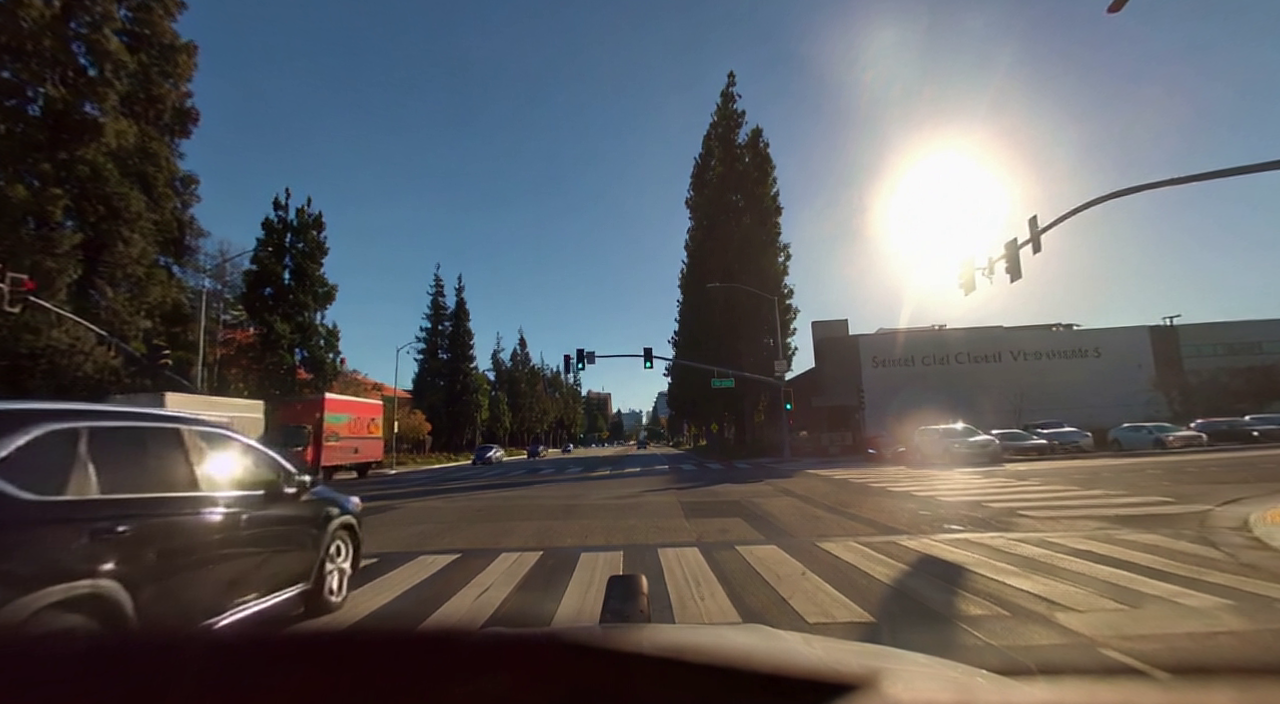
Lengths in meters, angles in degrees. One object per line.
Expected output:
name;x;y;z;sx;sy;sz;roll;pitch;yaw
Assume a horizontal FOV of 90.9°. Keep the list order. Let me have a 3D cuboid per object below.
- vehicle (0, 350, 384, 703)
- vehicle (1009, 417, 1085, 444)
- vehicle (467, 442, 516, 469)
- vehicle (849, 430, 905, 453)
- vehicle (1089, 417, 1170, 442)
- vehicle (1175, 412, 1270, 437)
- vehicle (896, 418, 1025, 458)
vehicle;-3.404;1.023;3.698;1.934;1.649;4.490;0;-8;0
vehicle;26.312;5.153;40.966;2.011;1.656;4.163;0;-8;-3
vehicle;-9.272;6.481;39.701;2.026;1.616;4.199;0;-8;1
vehicle;17.274;6.545;46.028;3.329;1.415;1.821;-5;-9;2
vehicle;31.345;5.003;40.524;1.823;1.480;4.003;0;-8;-4
vehicle;38.418;4.816;41.724;1.715;1.480;4.701;0;-8;-1
vehicle;13.978;3.775;27.677;4.566;1.670;2.000;0;-8;-2
